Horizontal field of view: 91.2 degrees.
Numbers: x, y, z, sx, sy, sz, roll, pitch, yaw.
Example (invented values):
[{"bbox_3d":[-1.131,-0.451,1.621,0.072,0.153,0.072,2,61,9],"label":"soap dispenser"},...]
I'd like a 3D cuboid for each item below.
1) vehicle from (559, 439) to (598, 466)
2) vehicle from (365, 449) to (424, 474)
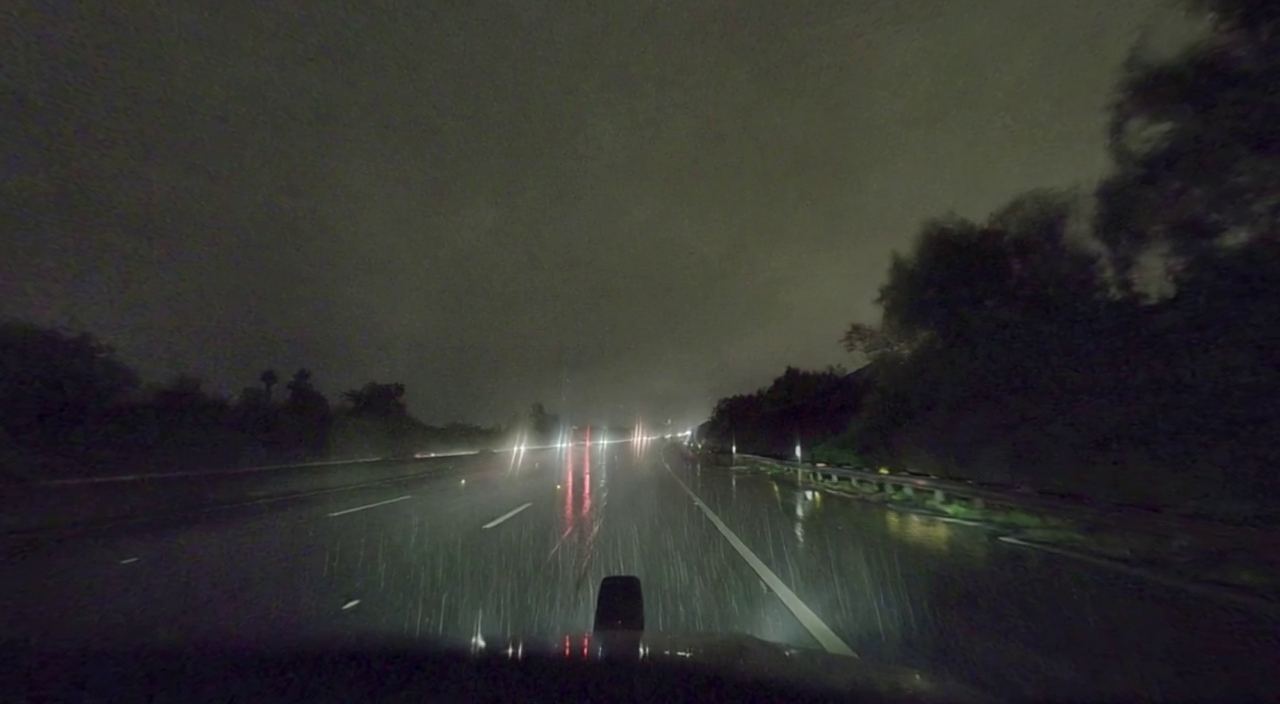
[{"bbox_3d":[-3.848,6.390,39.954,1.998,1.584,4.005,0,-9,1],"label":"vehicle"},{"bbox_3d":[-16.272,7.250,41.835,1.931,1.542,4.509,-1,-9,3],"label":"vehicle"}]
